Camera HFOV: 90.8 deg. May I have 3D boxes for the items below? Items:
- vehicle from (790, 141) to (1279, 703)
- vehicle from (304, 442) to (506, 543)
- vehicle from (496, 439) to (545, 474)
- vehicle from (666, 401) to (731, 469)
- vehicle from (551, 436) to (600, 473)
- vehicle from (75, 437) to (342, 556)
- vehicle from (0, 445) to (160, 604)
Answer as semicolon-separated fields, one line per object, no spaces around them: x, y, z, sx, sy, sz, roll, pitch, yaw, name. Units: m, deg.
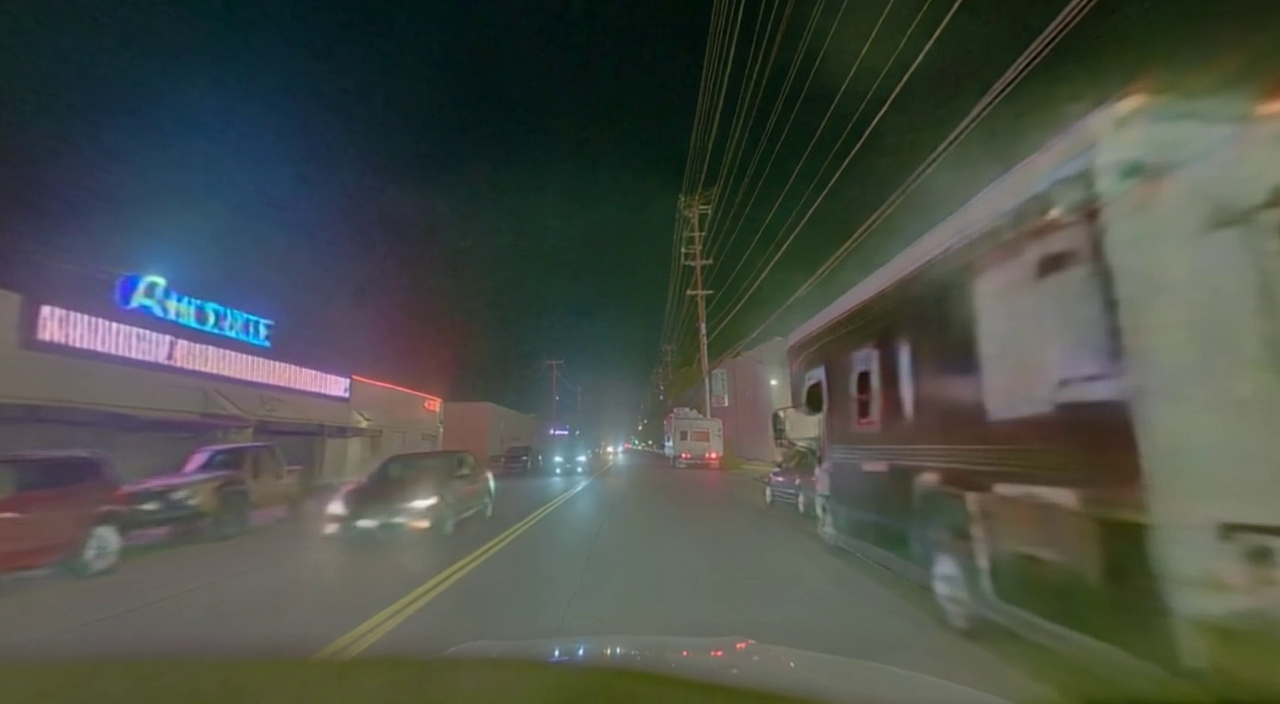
3.723;0.791;6.340;2.880;2.959;6.375;-1;-8;1;vehicle
-4.009;2.448;11.750;1.966;1.482;4.473;-1;-9;1;vehicle
-8.056;7.137;43.168;2.177;2.075;5.427;-4;-9;0;vehicle
3.748;5.760;42.598;3.029;3.860;7.726;-5;-11;-3;vehicle
-3.709;5.976;37.070;2.307;1.998;4.734;-1;-9;1;vehicle
-7.906;2.628;12.351;2.001;1.830;4.735;0;-9;-2;vehicle
-7.922;1.903;6.990;1.903;1.710;4.322;0;-9;-2;vehicle
